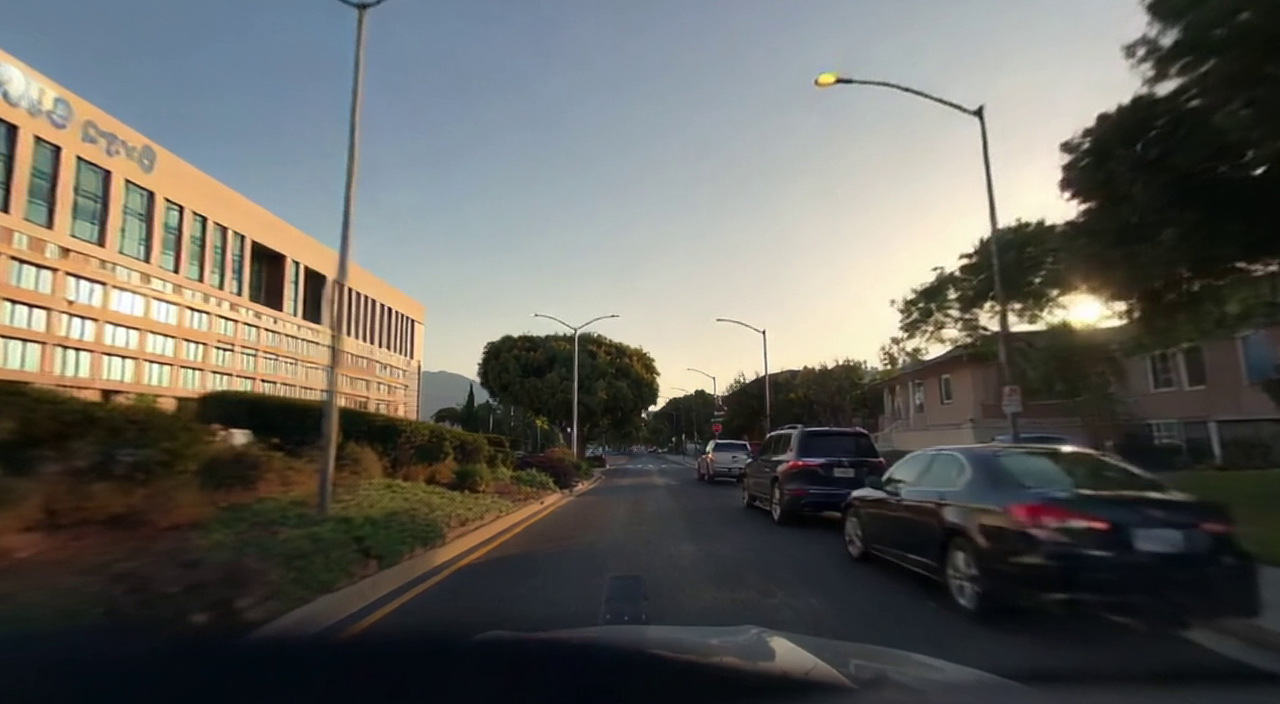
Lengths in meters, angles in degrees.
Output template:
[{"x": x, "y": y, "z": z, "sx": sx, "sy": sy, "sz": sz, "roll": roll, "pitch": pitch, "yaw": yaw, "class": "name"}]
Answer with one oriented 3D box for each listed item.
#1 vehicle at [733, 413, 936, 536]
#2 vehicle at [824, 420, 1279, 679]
[{"x": 3.200, "y": 2.160, "z": 11.660, "sx": 2.150, "sy": 1.770, "sz": 4.801, "roll": 0, "pitch": -9, "yaw": -1, "class": "vehicle"}, {"x": 3.246, "y": 1.453, "z": 5.832, "sx": 1.848, "sy": 1.442, "sz": 4.425, "roll": 0, "pitch": -9, "yaw": 2, "class": "vehicle"}]
